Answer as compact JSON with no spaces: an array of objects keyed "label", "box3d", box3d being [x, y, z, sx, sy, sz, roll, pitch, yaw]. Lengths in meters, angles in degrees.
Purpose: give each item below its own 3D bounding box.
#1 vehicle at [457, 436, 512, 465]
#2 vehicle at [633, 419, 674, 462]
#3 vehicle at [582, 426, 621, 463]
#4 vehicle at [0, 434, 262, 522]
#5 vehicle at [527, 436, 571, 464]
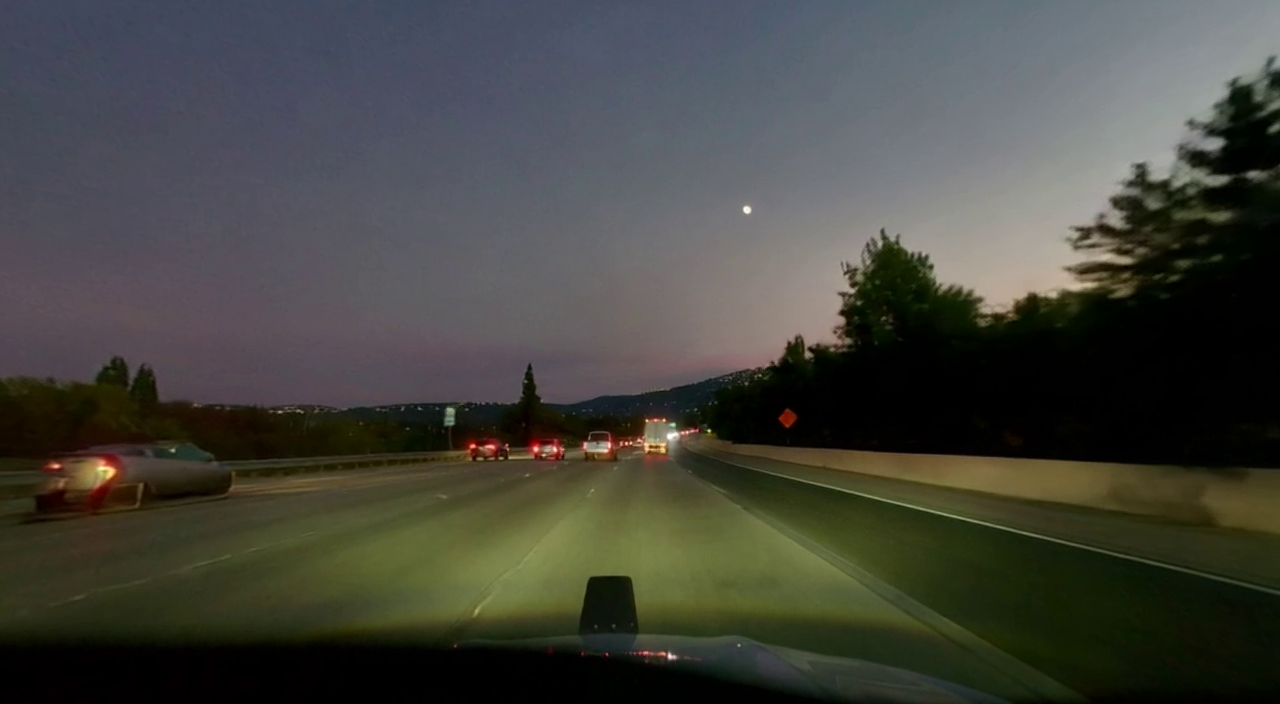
[{"label":"vehicle","box3d":[-10.112,6.448,41.462,2.080,1.777,5.450,0,-8,2]},{"label":"vehicle","box3d":[0.989,6.500,46.573,2.768,2.854,6.757,1,-8,1]},{"label":"vehicle","box3d":[-2.737,6.764,46.052,2.328,2.519,5.238,0,-8,2]},{"label":"vehicle","box3d":[-10.217,2.456,12.977,1.952,1.457,4.689,0,-8,0]},{"label":"vehicle","box3d":[-6.336,6.931,44.739,2.206,1.838,4.889,0,-8,3]}]
